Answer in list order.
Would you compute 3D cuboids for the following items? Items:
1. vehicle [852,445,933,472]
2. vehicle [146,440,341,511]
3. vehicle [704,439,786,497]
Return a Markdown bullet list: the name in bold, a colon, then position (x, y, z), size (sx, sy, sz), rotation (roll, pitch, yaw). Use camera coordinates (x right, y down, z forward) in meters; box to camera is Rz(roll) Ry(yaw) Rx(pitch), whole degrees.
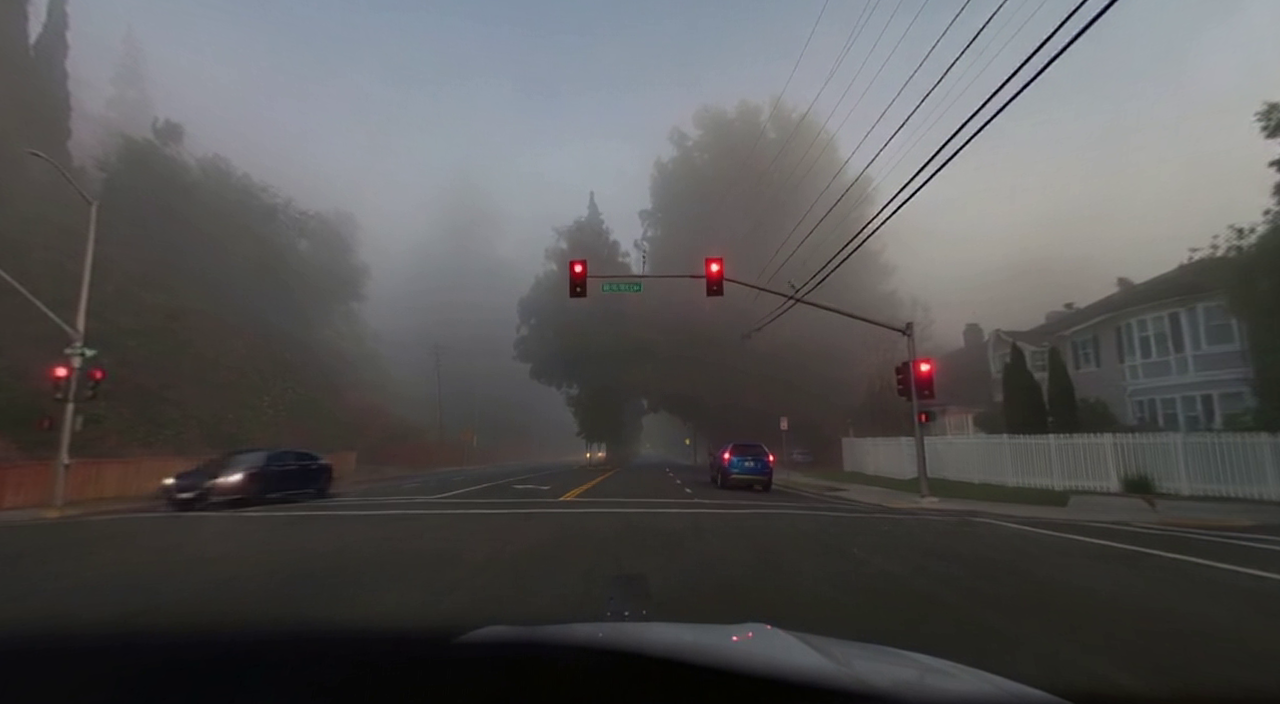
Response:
- **vehicle**: position (15.516, 6.525, 38.856), size (4.135, 1.558, 1.929), rotation (0, -8, 3)
- **vehicle**: position (-10.312, 3.226, 16.960), size (2.241, 1.620, 4.511), rotation (-1, -9, 1)
- **vehicle**: position (3.664, 4.146, 22.993), size (2.144, 1.843, 4.827), rotation (0, -9, 0)
